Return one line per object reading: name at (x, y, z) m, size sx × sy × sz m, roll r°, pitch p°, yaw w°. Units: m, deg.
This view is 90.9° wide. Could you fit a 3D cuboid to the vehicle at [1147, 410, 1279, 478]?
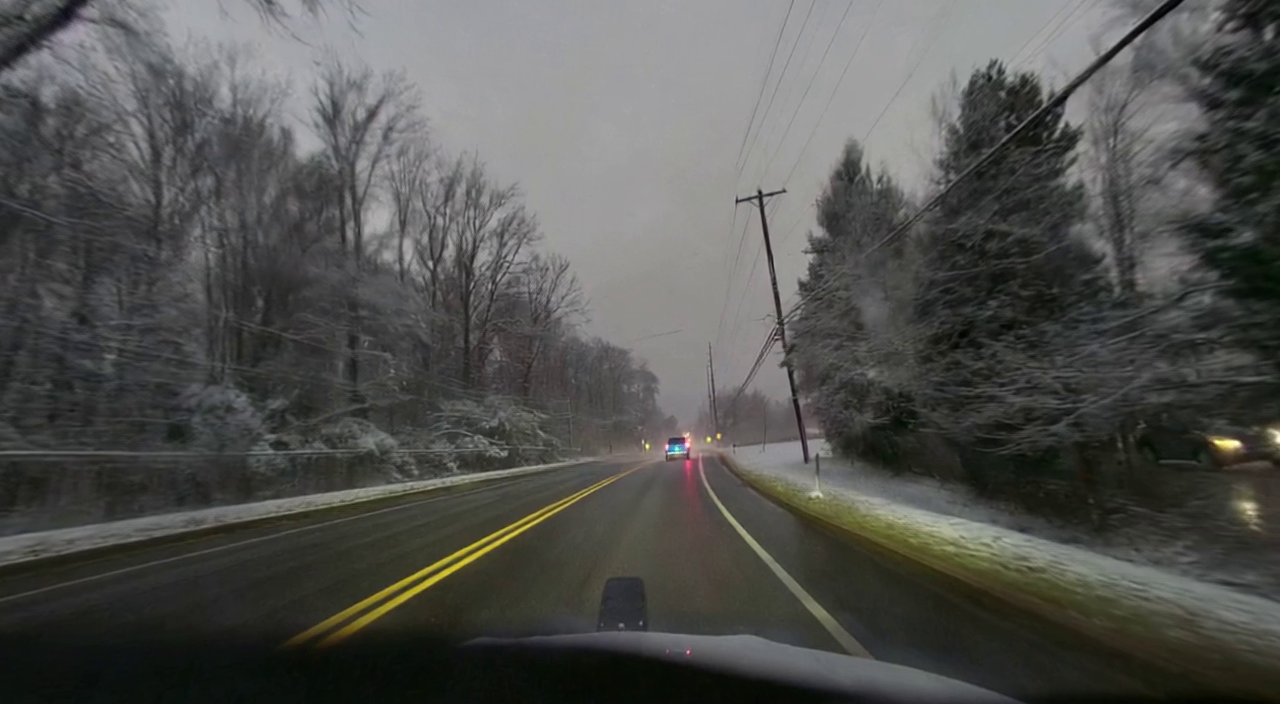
vehicle at (23.828, 3.674, 25.229) m, size 5.320 × 2.489 × 2.736 m, roll 2°, pitch -9°, yaw -15°
